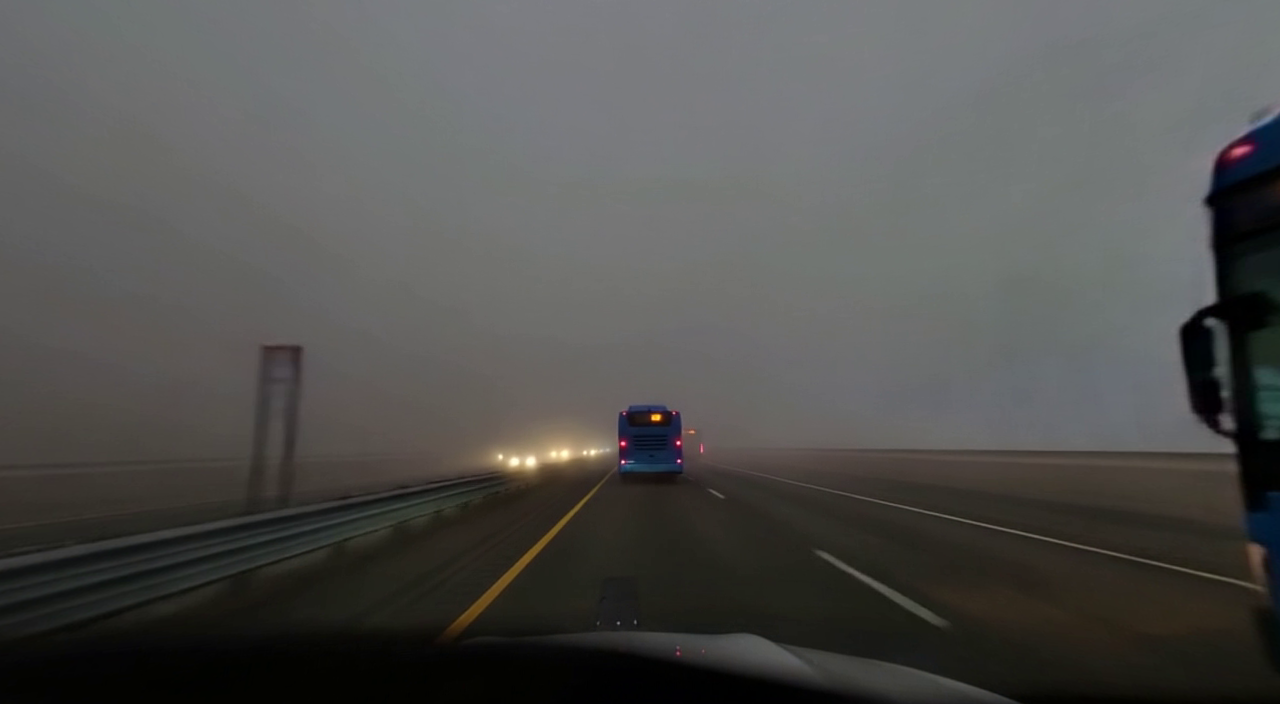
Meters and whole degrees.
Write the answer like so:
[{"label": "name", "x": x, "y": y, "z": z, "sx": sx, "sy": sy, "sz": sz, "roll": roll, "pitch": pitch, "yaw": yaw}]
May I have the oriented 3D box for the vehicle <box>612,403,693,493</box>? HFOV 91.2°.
[{"label": "vehicle", "x": 0.315, "y": 3.328, "z": 21.802, "sx": 2.414, "sy": 2.675, "sz": 5.574, "roll": 0, "pitch": -9, "yaw": -1}]
